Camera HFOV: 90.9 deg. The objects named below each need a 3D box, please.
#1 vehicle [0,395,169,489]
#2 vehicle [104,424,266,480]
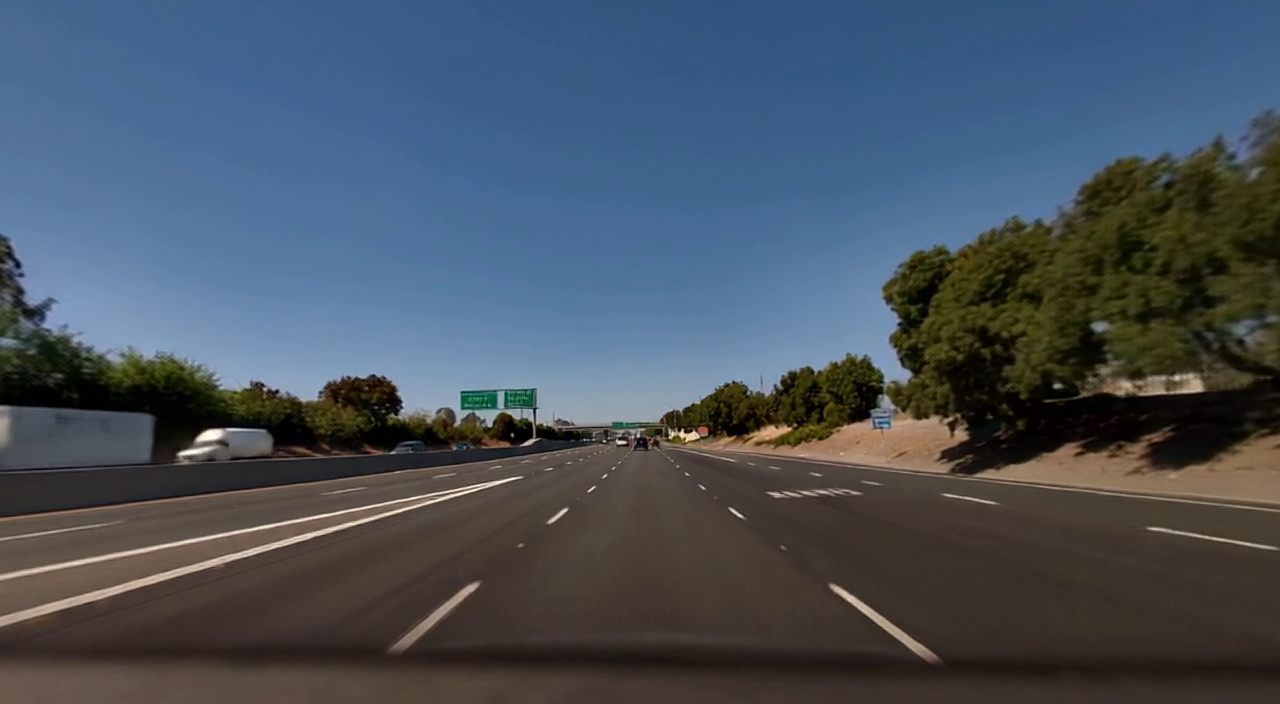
[{"bbox_3d":[-28.176,4.378,29.771,2.690,3.894,11.560,-1,-10,1],"label":"vehicle"},{"bbox_3d":[-27.895,6.210,39.513,2.739,3.034,9.653,-1,-8,2],"label":"vehicle"}]
